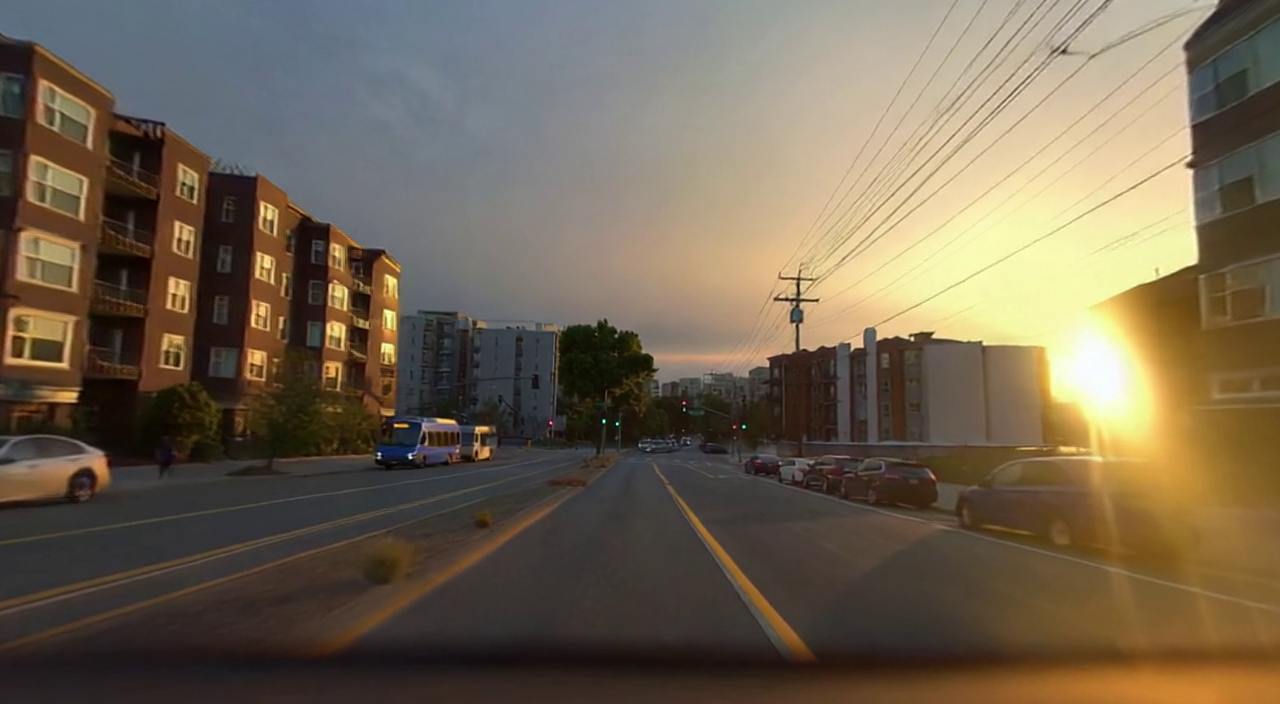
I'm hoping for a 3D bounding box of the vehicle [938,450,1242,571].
[{"bbox_3d":[7.759,2.703,11.739,2.143,1.731,4.781,0,-9,1],"label":"vehicle"}]

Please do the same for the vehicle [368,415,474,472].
[{"bbox_3d":[-14.050,6.054,41.745,3.060,3.307,9.997,0,-9,2],"label":"vehicle"}]

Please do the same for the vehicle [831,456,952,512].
[{"bbox_3d":[7.862,4.144,20.336,1.997,1.517,4.755,0,-9,1],"label":"vehicle"}]

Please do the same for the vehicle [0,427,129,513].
[{"bbox_3d":[-14.470,2.618,14.167,2.107,1.771,4.871,0,-9,-3],"label":"vehicle"}]
